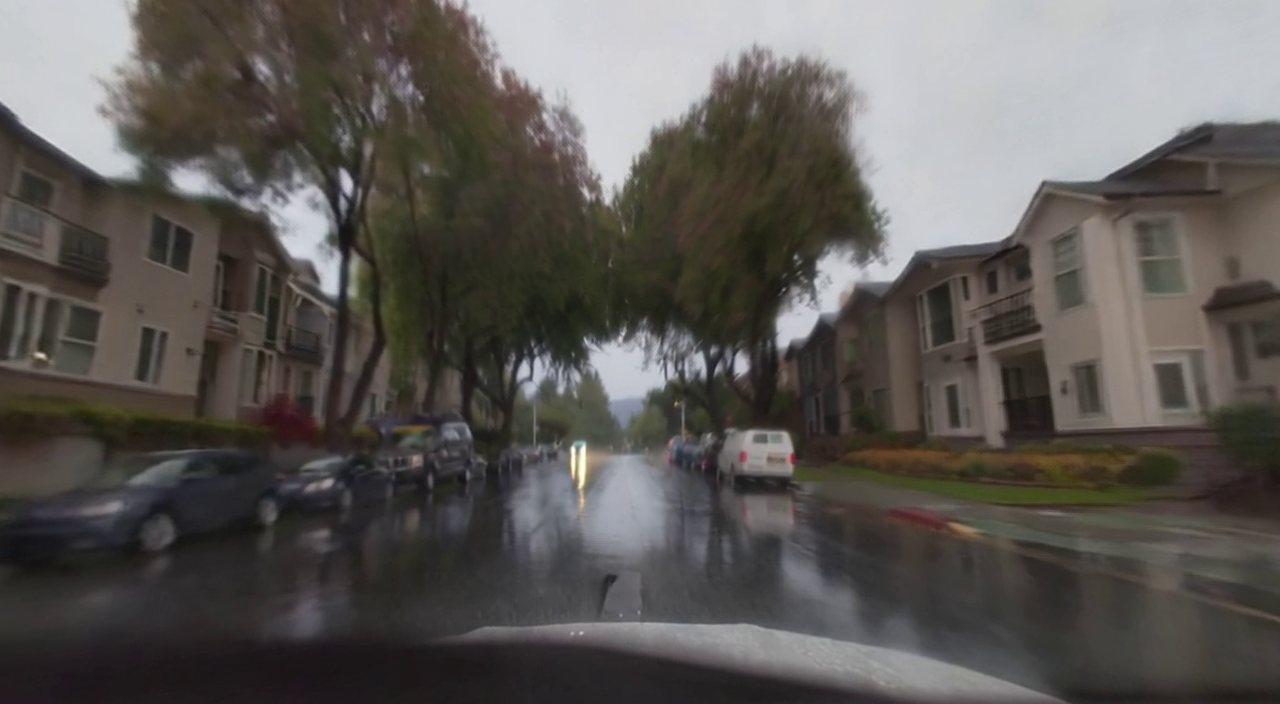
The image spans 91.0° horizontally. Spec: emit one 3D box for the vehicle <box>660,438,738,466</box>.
[{"bbox_3d":[3.844,6.555,41.364,4.726,1.731,2.075,-5,-10,33],"label":"vehicle"}]

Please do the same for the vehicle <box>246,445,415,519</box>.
[{"bbox_3d":[-7.213,3.024,15.247,1.953,1.501,4.125,-1,-8,1],"label":"vehicle"}]

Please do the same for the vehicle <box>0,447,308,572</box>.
[{"bbox_3d":[-7.232,2.250,9.810,1.832,1.483,4.140,-1,-9,0],"label":"vehicle"}]

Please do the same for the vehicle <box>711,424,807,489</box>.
[{"bbox_3d":[3.925,3.559,21.744,2.216,1.955,4.970,0,-8,-2],"label":"vehicle"}]

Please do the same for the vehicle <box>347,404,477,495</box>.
[{"bbox_3d":[-7.515,3.391,21.619,2.341,2.674,5.753,-1,-10,-1],"label":"vehicle"}]
